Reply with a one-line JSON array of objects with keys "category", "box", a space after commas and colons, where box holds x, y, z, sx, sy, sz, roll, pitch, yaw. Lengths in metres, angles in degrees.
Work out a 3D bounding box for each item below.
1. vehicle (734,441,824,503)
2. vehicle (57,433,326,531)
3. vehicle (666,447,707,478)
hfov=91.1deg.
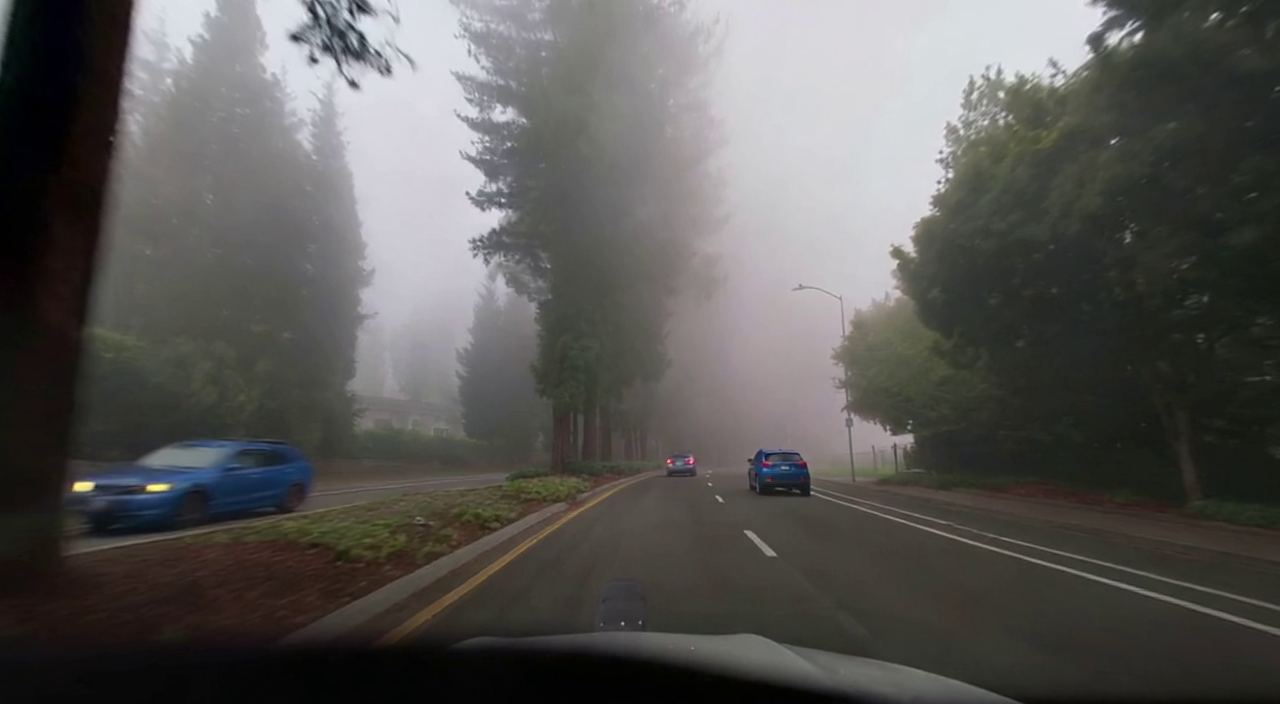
[{"category": "vehicle", "box": [4.136, 3.607, 19.402, 1.971, 1.663, 4.287, 0, -9, 3]}, {"category": "vehicle", "box": [-8.709, 2.524, 12.883, 2.064, 1.628, 4.524, 0, -8, 2]}, {"category": "vehicle", "box": [3.028, 7.007, 40.137, 2.251, 1.822, 4.391, -1, -9, 9]}]
